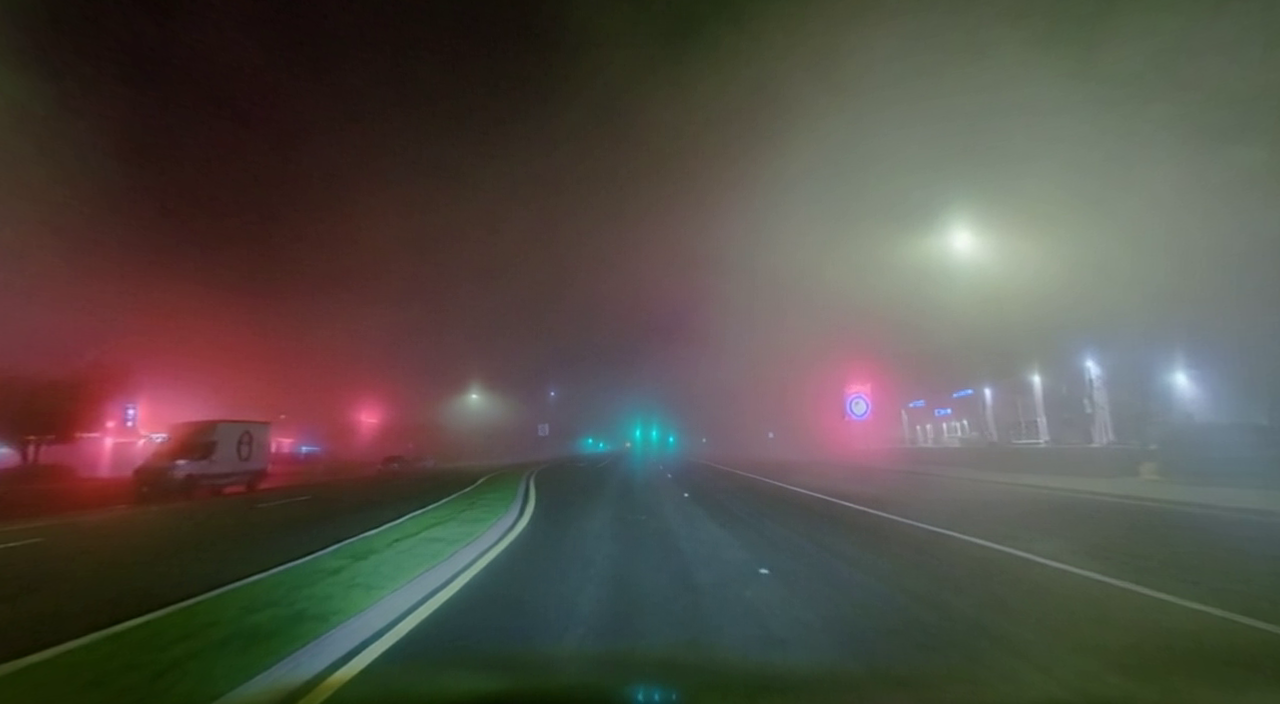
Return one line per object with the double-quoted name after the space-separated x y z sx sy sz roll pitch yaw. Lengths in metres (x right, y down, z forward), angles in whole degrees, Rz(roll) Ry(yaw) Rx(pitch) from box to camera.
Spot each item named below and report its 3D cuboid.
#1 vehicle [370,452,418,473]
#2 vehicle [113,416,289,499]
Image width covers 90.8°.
-19.249 8.654 49.680 1.925 1.485 4.821 0 -9 -1 "vehicle"
-19.322 4.684 28.473 2.834 3.225 6.752 -1 -8 2 "vehicle"
